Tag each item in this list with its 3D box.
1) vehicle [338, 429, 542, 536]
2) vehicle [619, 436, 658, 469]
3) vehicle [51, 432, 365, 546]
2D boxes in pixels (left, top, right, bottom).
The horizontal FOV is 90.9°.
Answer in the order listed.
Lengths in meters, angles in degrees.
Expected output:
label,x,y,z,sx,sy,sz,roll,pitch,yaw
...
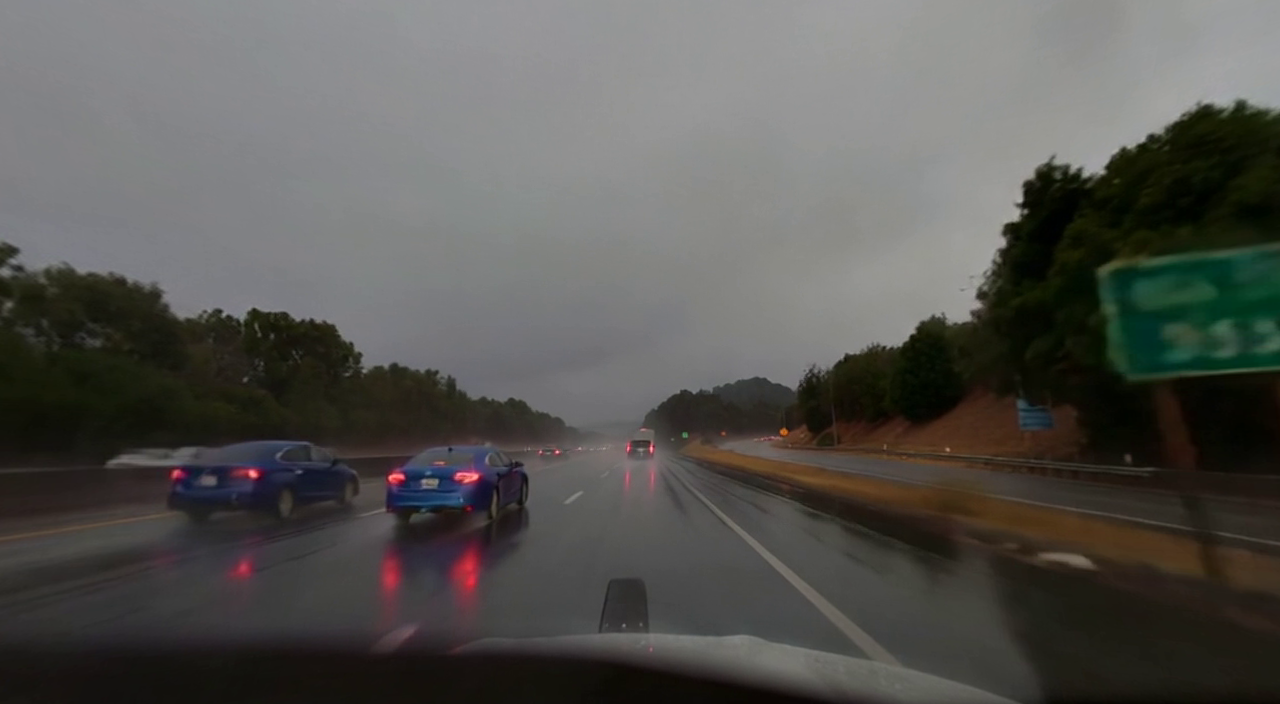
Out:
label,x,y,z,sx,sy,sz,roll,pitch,yaw
vehicle,-3.400,2.343,12.070,2.139,1.589,5.102,0,-8,1
vehicle,-0.052,6.303,39.871,2.309,1.915,5.130,0,-8,1
vehicle,-6.859,2.196,10.885,2.009,1.519,4.697,0,-8,2
